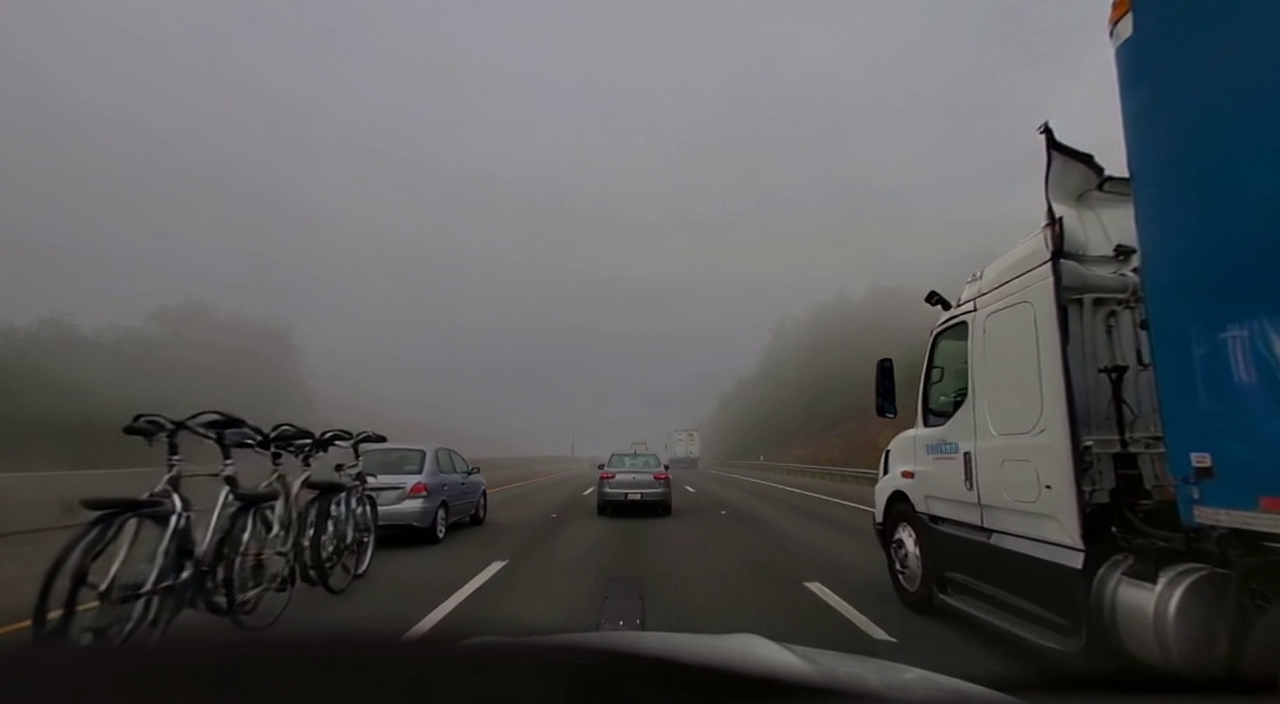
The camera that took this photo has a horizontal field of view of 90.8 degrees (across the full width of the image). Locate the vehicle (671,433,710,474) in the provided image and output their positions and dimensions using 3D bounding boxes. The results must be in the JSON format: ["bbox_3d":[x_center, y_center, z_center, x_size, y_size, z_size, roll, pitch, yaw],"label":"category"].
[{"bbox_3d":[3.436,7.039,43.905,2.234,2.679,5.372,0,-9,-1],"label":"vehicle"}]

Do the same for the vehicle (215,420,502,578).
[{"bbox_3d":[-3.524,1.940,9.105,1.985,1.671,4.604,0,-9,0],"label":"vehicle"}]

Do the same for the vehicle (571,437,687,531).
[{"bbox_3d":[-0.210,2.526,12.516,1.973,1.574,3.426,0,-9,-1],"label":"vehicle"}]
